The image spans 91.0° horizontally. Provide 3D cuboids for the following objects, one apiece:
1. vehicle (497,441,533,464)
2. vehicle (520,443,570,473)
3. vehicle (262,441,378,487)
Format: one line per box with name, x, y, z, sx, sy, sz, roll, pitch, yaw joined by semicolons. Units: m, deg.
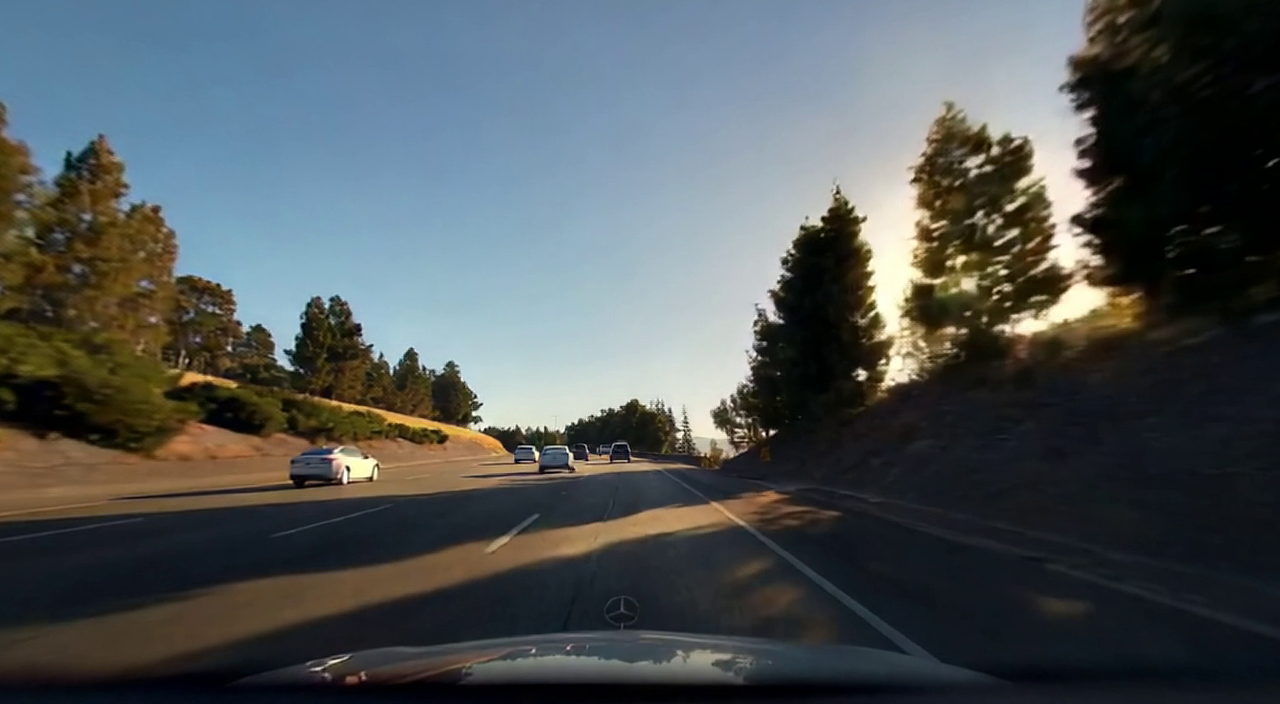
vehicle;-9.269;7.485;47.007;2.015;1.608;4.294;0;-9;-3
vehicle;-4.859;5.481;32.702;2.120;1.458;4.031;0;-9;-2
vehicle;-11.562;4.066;23.164;1.960;1.487;4.593;0;-9;-2
